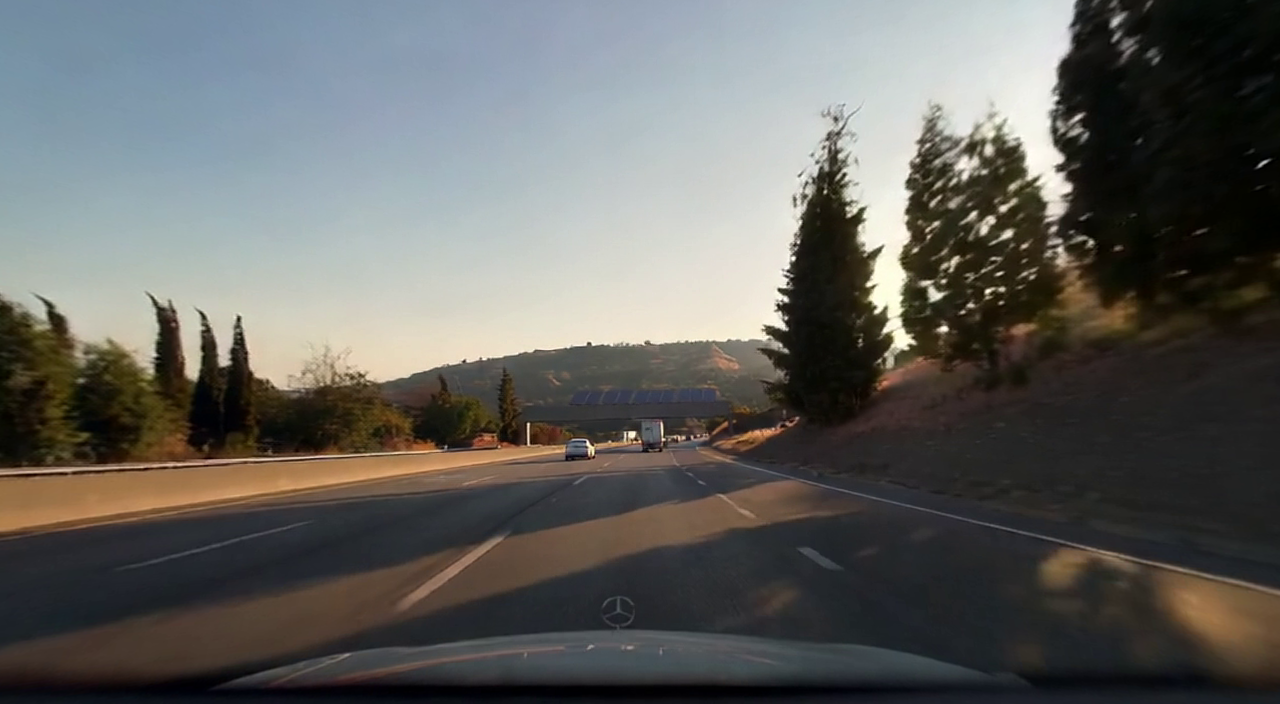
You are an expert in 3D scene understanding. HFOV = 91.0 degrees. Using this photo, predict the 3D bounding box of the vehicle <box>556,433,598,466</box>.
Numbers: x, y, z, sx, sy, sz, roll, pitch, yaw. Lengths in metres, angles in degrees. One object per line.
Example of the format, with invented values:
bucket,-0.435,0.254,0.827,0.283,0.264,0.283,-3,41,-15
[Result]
vehicle,-3.921,6.146,39.978,2.130,1.935,4.817,-1,-8,1
